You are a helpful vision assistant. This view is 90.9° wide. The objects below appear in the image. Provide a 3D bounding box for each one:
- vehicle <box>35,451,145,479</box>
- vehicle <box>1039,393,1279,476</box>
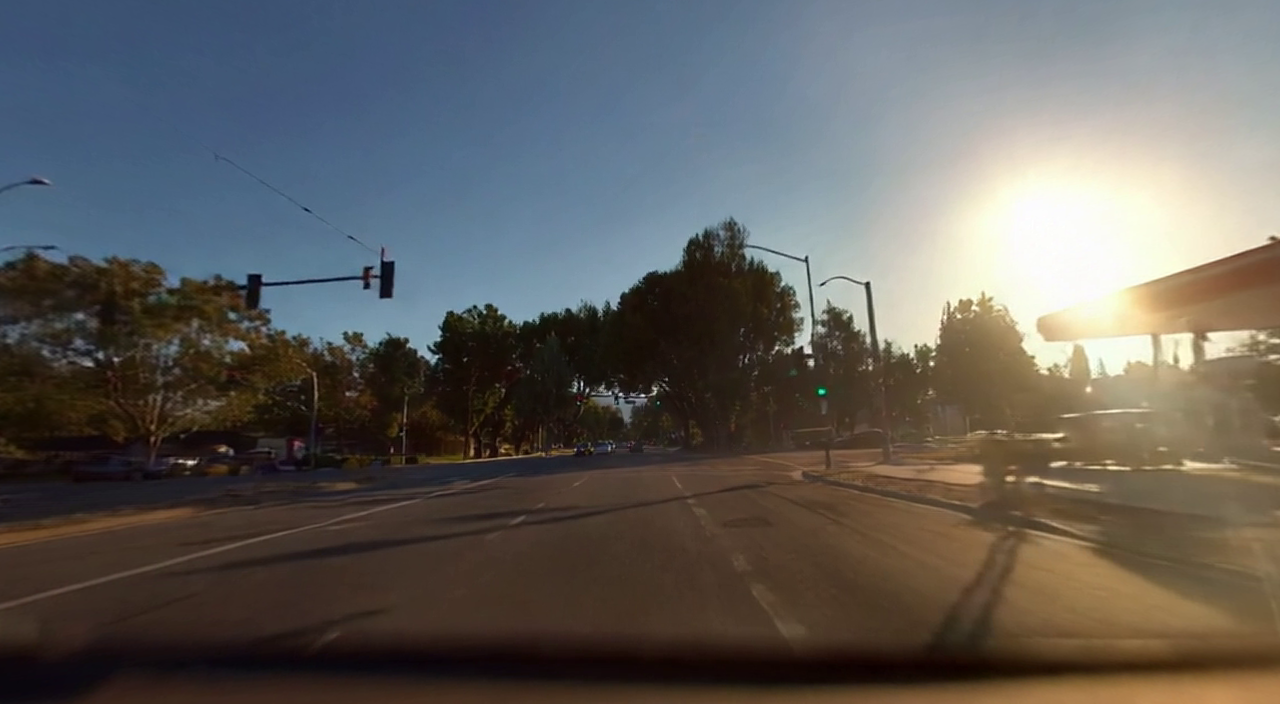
[{"bbox_3d":[-34.150,7.006,39.259,4.774,1.672,1.936,1,-8,-6],"label":"vehicle"},{"bbox_3d":[13.391,2.169,16.409,4.454,1.990,2.124,-1,-8,7],"label":"vehicle"}]
